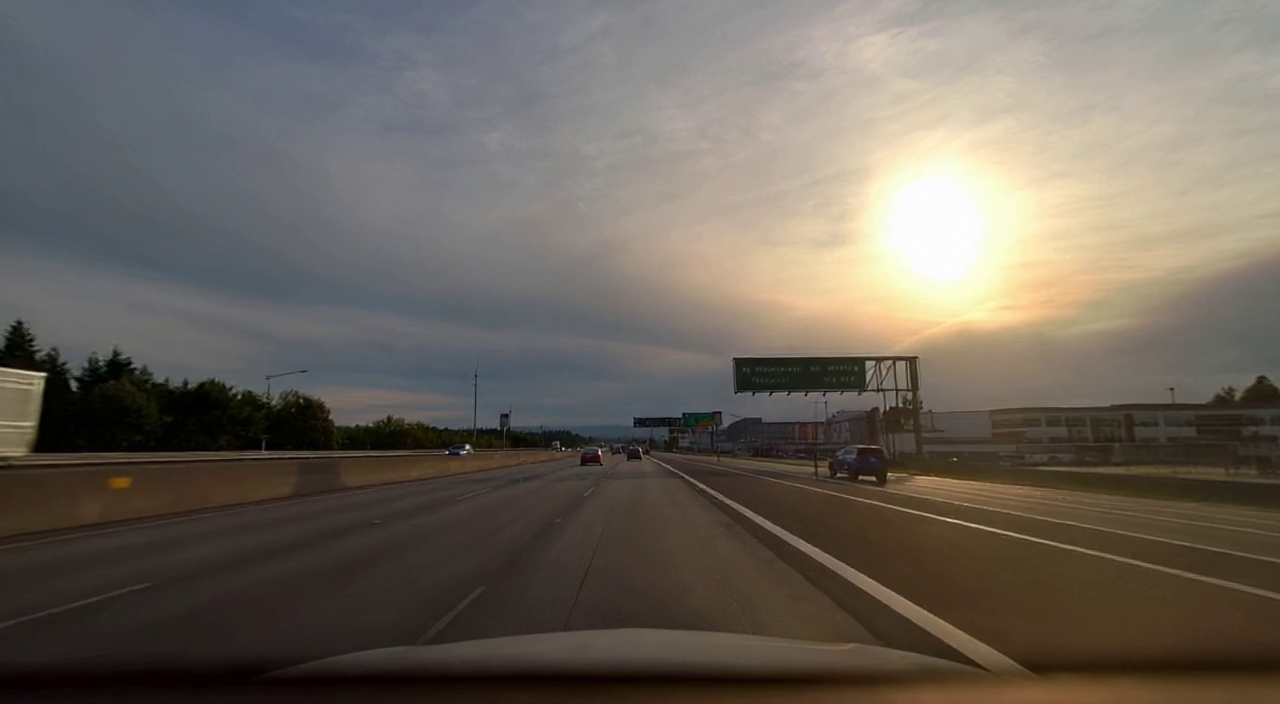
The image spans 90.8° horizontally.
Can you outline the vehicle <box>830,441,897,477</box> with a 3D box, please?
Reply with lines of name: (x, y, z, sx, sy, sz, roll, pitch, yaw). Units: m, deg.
vehicle: (15.666, 7.522, 44.591, 2.411, 2.326, 5.300, 1, -9, -4)
